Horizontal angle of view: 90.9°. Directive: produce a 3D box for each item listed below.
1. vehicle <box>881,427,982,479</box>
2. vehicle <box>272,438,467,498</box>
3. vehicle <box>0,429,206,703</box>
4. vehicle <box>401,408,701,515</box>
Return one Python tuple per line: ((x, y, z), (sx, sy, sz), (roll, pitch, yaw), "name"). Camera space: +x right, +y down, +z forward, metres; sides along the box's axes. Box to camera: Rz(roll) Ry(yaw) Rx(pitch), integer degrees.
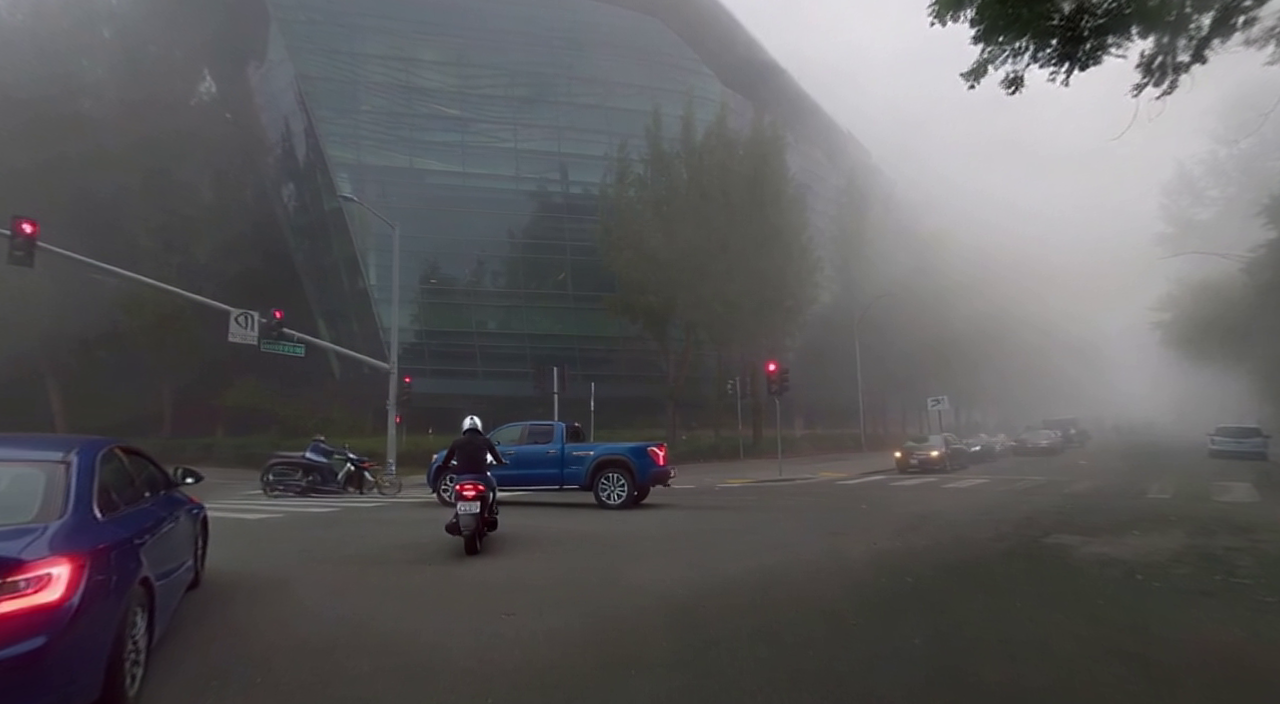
((10.622, 3.608, 22.798), (2.084, 1.656, 4.583), (-7, -11, 39), "vehicle")
((-7.150, 3.087, 17.012), (4.401, 1.480, 1.864), (-1, -8, 3), "vehicle")
((-4.323, 1.297, 4.283), (2.009, 1.450, 4.182), (6, -10, -36), "vehicle")
((-1.868, 2.263, 13.506), (5.833, 1.960, 2.341), (2, -9, -16), "vehicle")
